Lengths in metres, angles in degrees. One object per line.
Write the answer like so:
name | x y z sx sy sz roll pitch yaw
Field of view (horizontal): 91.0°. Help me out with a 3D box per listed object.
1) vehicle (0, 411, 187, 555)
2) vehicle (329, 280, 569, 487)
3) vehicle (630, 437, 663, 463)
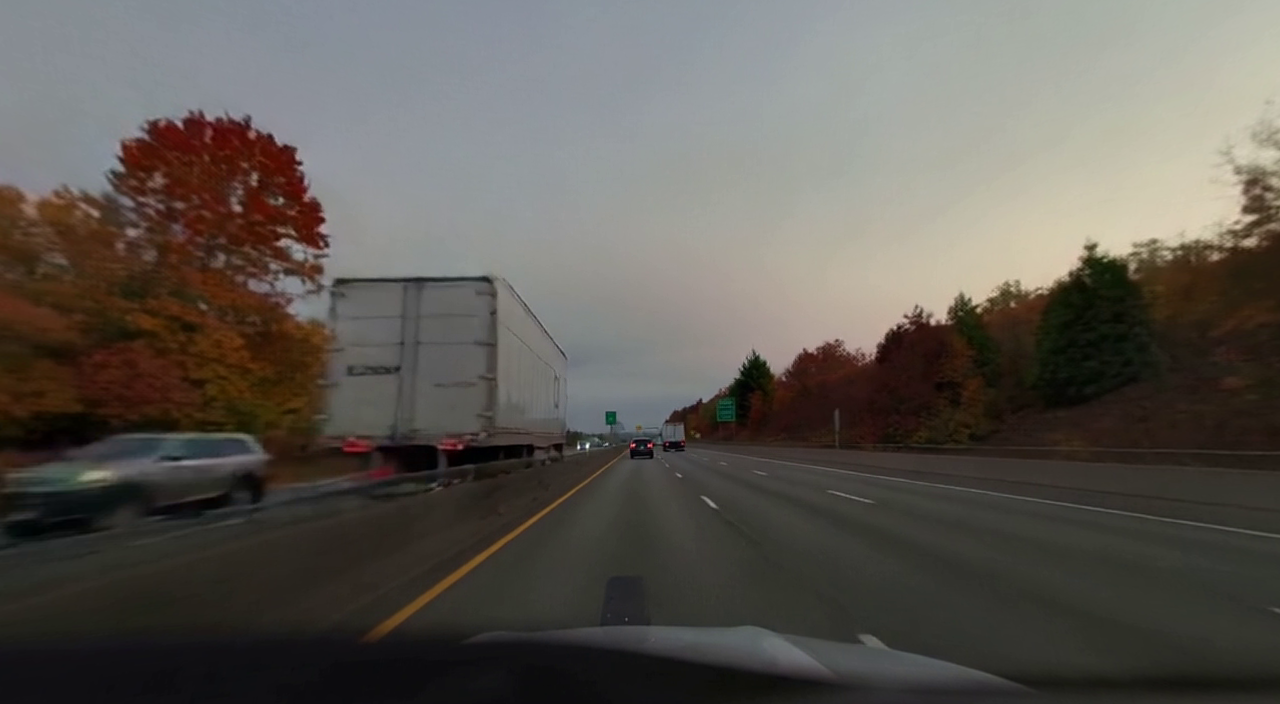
vehicle | -8.292 1.601 7.902 1.974 1.631 4.232 0 -8 0
vehicle | -4.207 1.378 17.598 3.120 3.936 11.480 0 -8 0
vehicle | 0.395 6.108 39.367 1.924 1.498 3.817 0 -8 0
